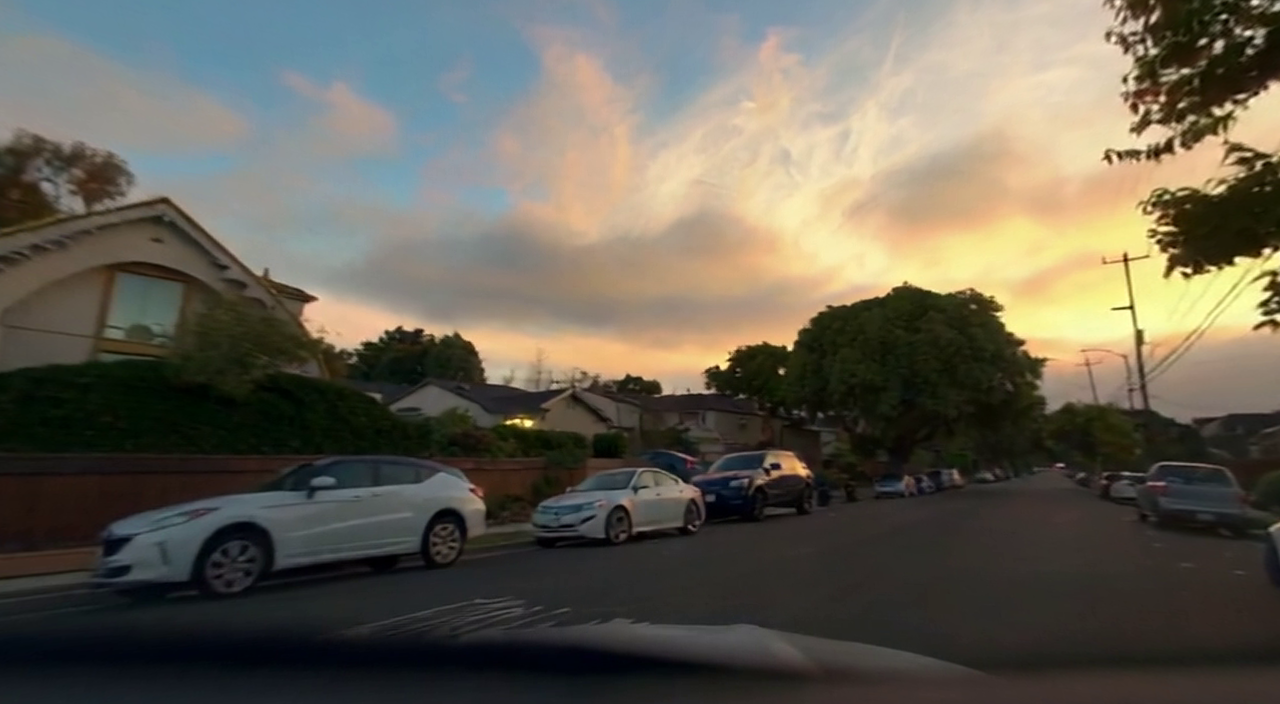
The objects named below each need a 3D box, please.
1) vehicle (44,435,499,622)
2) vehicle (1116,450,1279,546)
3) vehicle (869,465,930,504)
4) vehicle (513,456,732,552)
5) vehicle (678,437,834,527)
[{"bbox_3d":[-3.671,1.798,7.060,1.754,1.437,3.885,-7,-14,33],"label":"vehicle"},{"bbox_3d":[15.027,3.742,17.158,2.547,2.075,5.693,-5,-10,30],"label":"vehicle"},{"bbox_3d":[13.303,6.688,32.215,1.971,1.648,4.638,-5,-10,32],"label":"vehicle"},{"bbox_3d":[-0.111,2.772,11.951,1.823,1.427,4.407,-8,-14,34],"label":"vehicle"},{"bbox_3d":[3.226,3.442,16.850,2.194,1.995,4.814,-9,-14,34],"label":"vehicle"}]
